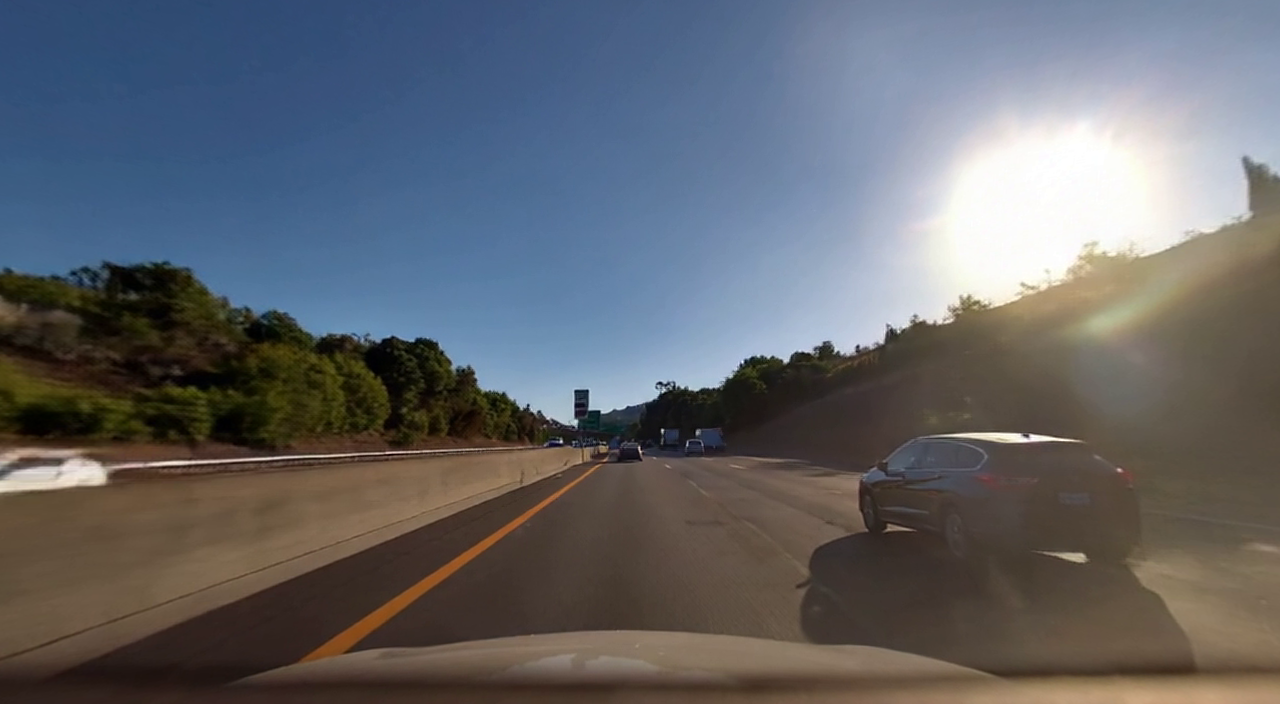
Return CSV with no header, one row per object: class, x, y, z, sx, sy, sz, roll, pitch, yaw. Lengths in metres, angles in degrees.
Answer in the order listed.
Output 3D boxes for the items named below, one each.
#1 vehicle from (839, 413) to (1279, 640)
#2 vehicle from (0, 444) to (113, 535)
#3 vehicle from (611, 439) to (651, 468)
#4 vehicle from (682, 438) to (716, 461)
vehicle,3.888,1.482,6.633,1.961,1.495,4.743,0,-8,-1
vehicle,-11.277,2.210,10.025,1.949,1.422,4.500,0,-8,-1
vehicle,-0.518,5.500,34.618,2.055,1.466,4.317,0,-8,-1
vehicle,4.214,6.972,45.392,1.995,1.556,3.893,0,-8,-2
